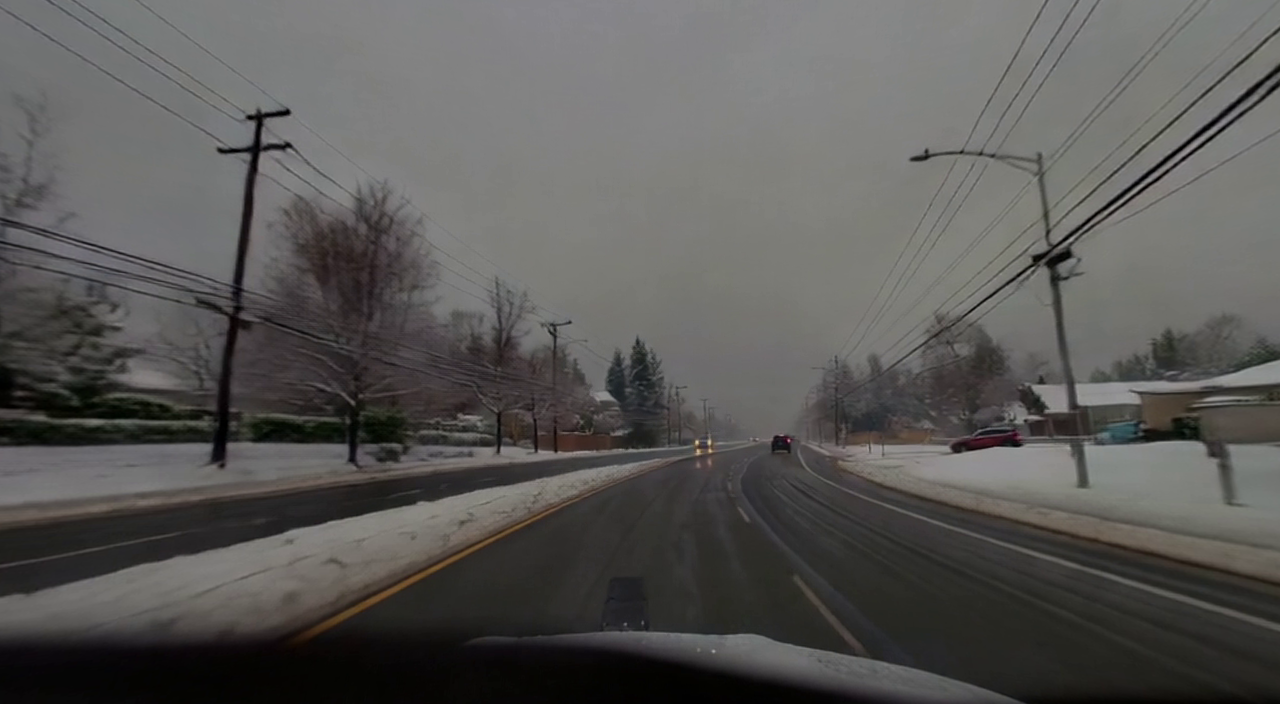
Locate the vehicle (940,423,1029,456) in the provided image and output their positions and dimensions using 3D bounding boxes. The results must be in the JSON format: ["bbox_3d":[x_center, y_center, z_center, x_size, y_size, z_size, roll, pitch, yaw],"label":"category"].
[{"bbox_3d":[22.822,5.823,41.782,4.687,1.805,2.130,-11,-13,37],"label":"vehicle"}]

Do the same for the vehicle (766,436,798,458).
[{"bbox_3d":[9.842,6.619,43.900,1.982,1.451,4.152,-2,-9,10],"label":"vehicle"}]
